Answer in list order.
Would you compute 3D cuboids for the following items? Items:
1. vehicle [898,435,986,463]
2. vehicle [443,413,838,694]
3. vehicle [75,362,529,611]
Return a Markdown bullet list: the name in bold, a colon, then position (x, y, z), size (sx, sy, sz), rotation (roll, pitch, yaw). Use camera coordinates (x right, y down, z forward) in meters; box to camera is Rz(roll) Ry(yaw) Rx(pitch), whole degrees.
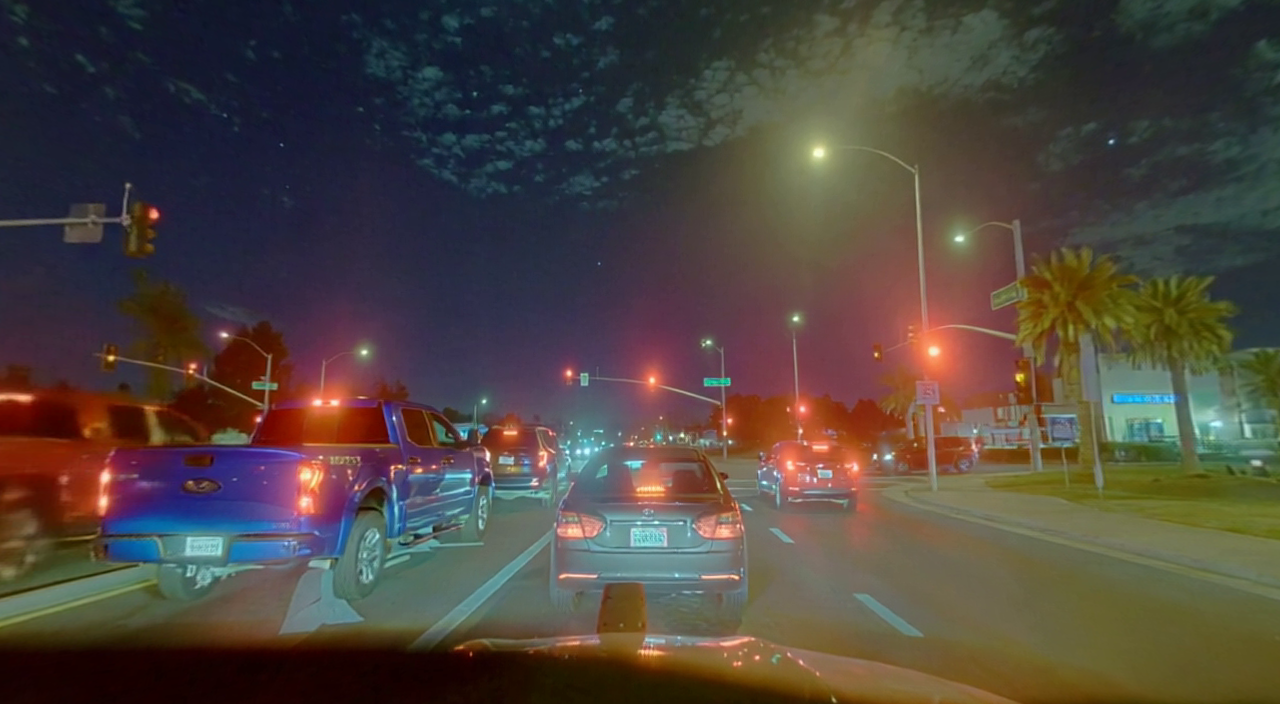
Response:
- **vehicle**: position (18.809, 6.076, 39.301), size (4.466, 1.717, 1.963), rotation (0, -8, 2)
- **vehicle**: position (0.035, 1.396, 5.536), size (2.122, 1.501, 4.152), rotation (0, -8, 1)
- **vehicle**: position (-3.230, 1.480, 7.909), size (2.330, 1.969, 5.626), rotation (-1, -8, 3)
